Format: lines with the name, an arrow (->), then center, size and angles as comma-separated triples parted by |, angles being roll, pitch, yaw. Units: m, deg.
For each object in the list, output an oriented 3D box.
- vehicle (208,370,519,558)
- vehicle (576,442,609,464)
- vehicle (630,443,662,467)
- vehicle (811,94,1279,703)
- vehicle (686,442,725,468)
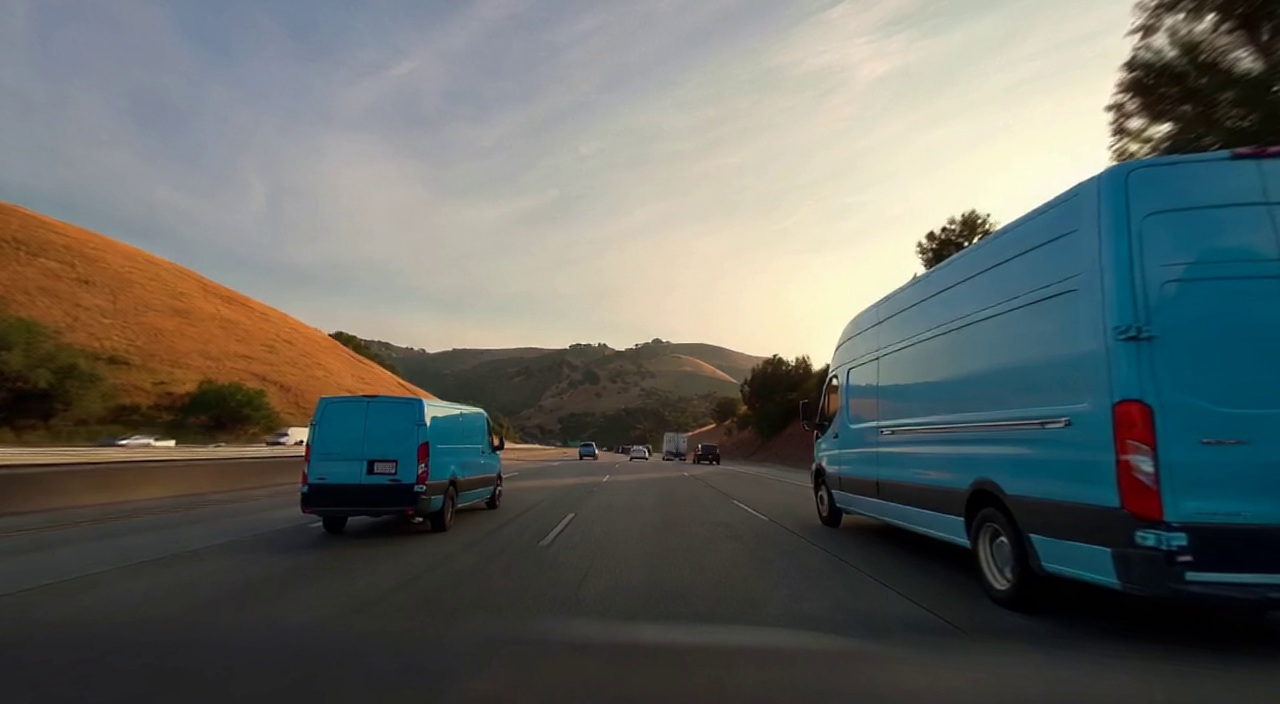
vehicle -> -3.819, 1.751, 10.380 | 2.421, 2.203, 5.775 | 0, -9, 1
vehicle -> -3.590, 7.736, 48.118 | 2.138, 1.581, 4.340 | 0, -9, 0
vehicle -> 0.386, 6.842, 41.916 | 2.014, 1.543, 3.804 | 0, -9, 0
vehicle -> 4.228, 0.717, 6.725 | 2.764, 3.260, 7.019 | 0, -9, 0
vehicle -> 4.198, 6.713, 41.060 | 2.051, 1.598, 4.145 | 0, -9, -1
